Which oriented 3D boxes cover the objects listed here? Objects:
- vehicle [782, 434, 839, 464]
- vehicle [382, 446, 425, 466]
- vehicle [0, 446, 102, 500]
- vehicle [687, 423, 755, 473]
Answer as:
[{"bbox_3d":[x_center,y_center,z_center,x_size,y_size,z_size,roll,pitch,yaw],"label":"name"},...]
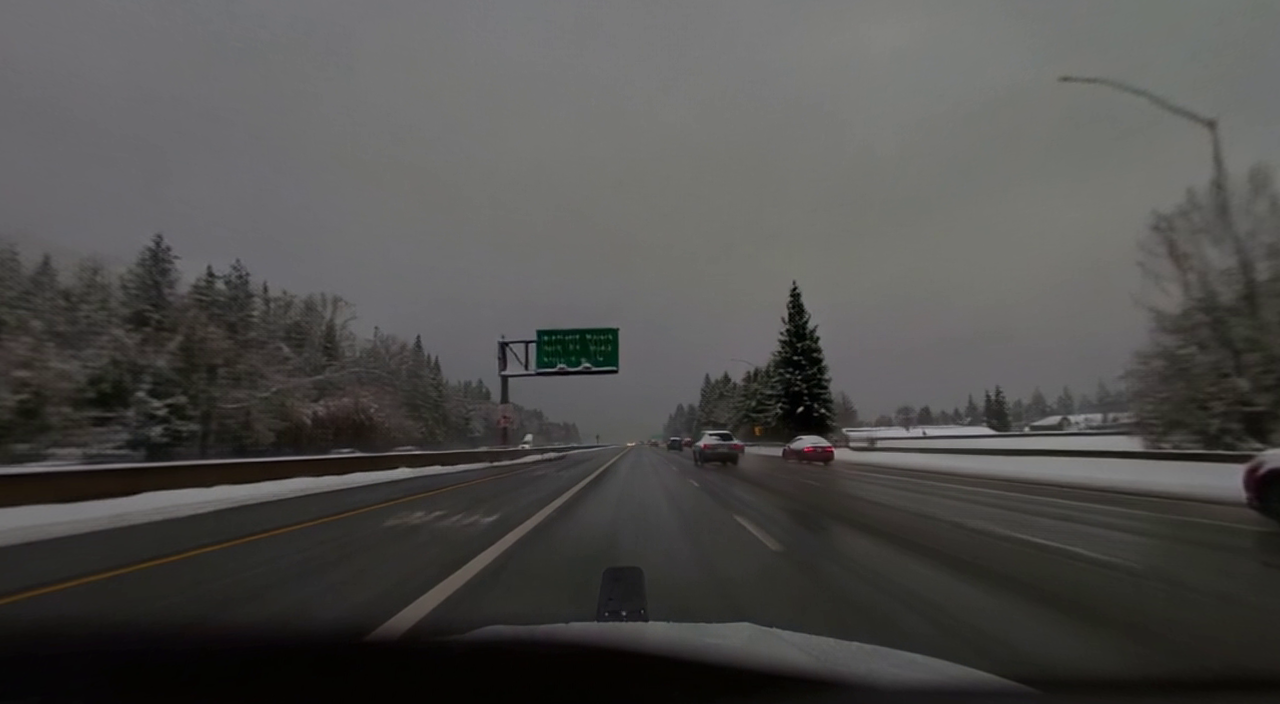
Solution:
[{"bbox_3d":[10.297,5.888,38.464,2.045,1.658,4.598,0,-8,-2],"label":"vehicle"},{"bbox_3d":[-18.061,7.968,48.369,1.780,1.457,3.809,0,-8,0],"label":"vehicle"},{"bbox_3d":[-21.097,4.050,21.348,1.859,1.654,4.370,0,-8,0],"label":"vehicle"},{"bbox_3d":[3.459,4.233,28.032,2.218,1.964,5.662,0,-8,0],"label":"vehicle"}]
